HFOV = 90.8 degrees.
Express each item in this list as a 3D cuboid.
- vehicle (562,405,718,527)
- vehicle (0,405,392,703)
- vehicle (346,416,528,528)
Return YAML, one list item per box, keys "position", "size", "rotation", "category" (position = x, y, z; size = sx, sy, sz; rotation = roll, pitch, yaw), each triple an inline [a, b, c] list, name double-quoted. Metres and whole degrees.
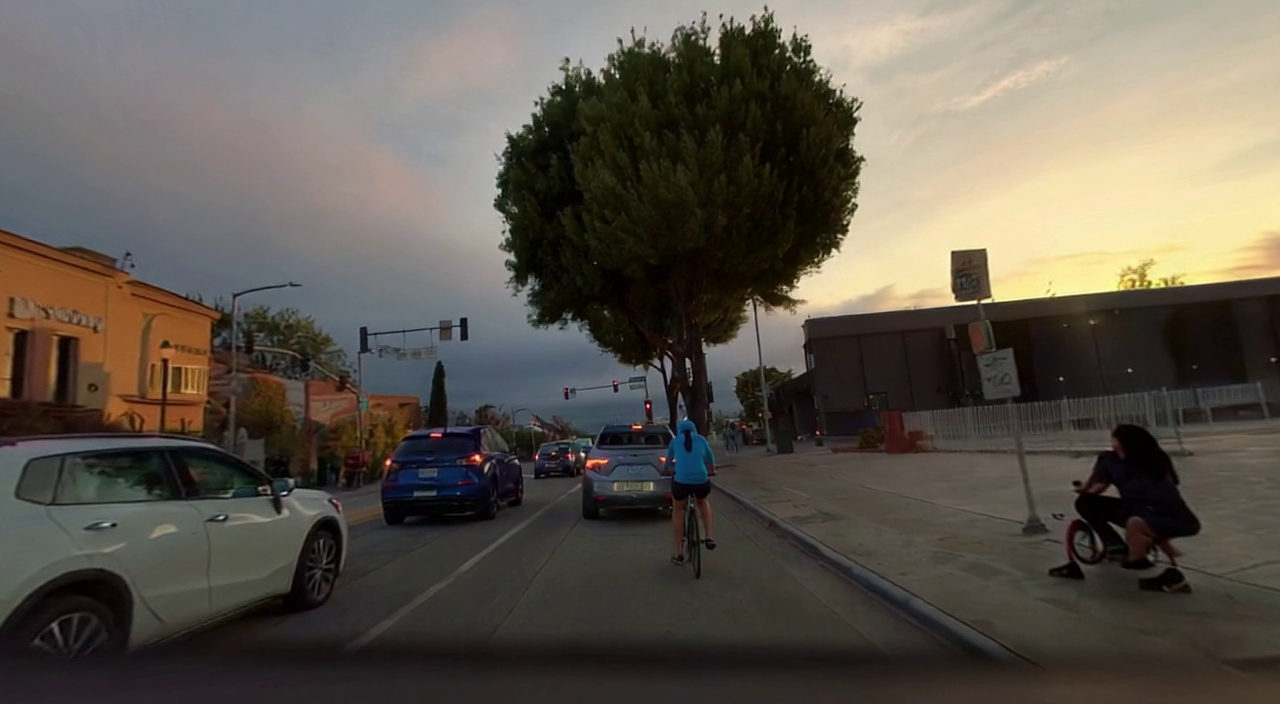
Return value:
- position: [-0.049, 2.159, 12.457]
  size: [2.426, 1.882, 5.027]
  rotation: [0, -9, -1]
  category: "vehicle"
- position: [-3.584, 1.235, 4.295]
  size: [2.064, 1.486, 4.140]
  rotation: [0, -9, 1]
  category: "vehicle"
- position: [-3.609, 2.237, 12.286]
  size: [2.046, 1.750, 4.452]
  rotation: [0, -9, 0]
  category: "vehicle"
